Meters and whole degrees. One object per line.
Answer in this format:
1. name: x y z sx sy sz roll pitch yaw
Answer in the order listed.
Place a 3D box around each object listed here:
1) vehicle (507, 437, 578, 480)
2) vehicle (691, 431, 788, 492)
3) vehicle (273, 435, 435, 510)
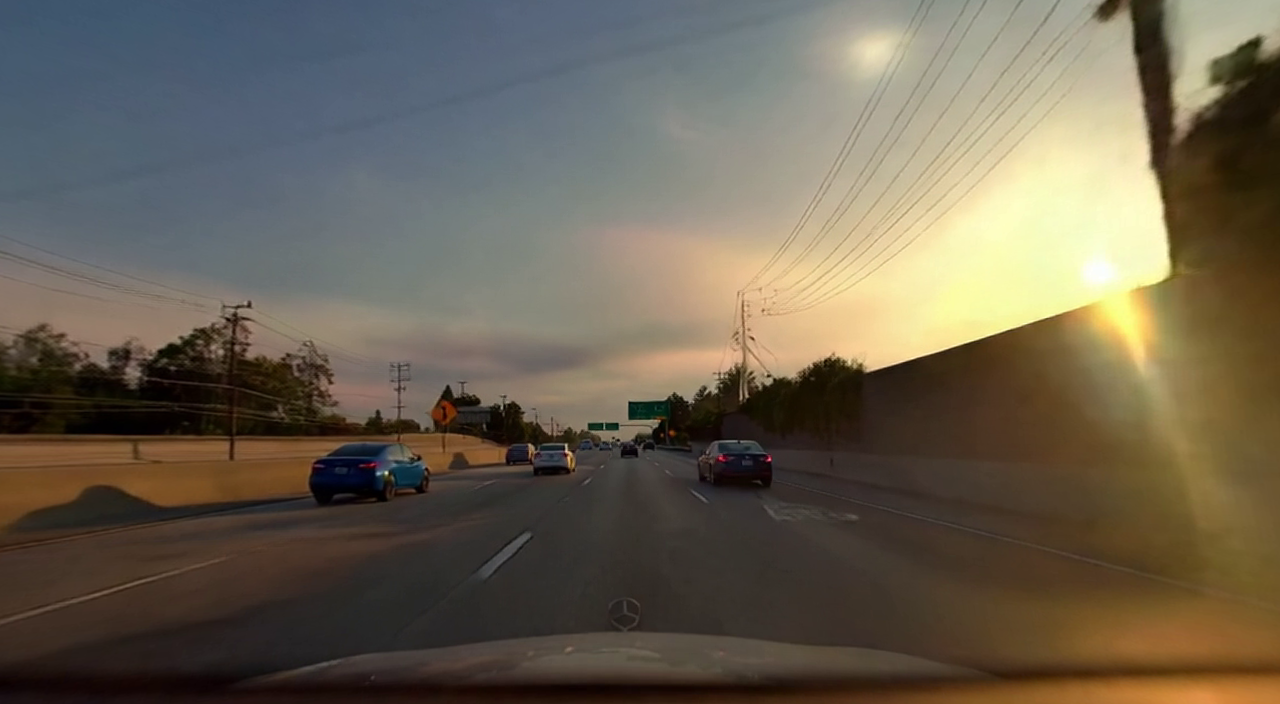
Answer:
1. vehicle: -3.647 4.082 24.520 2.066 1.488 4.377 0 -8 0
2. vehicle: 2.893 3.314 19.493 2.100 1.659 4.387 0 -8 -2
3. vehicle: -6.466 2.747 14.902 1.903 1.482 4.180 0 -8 -1
